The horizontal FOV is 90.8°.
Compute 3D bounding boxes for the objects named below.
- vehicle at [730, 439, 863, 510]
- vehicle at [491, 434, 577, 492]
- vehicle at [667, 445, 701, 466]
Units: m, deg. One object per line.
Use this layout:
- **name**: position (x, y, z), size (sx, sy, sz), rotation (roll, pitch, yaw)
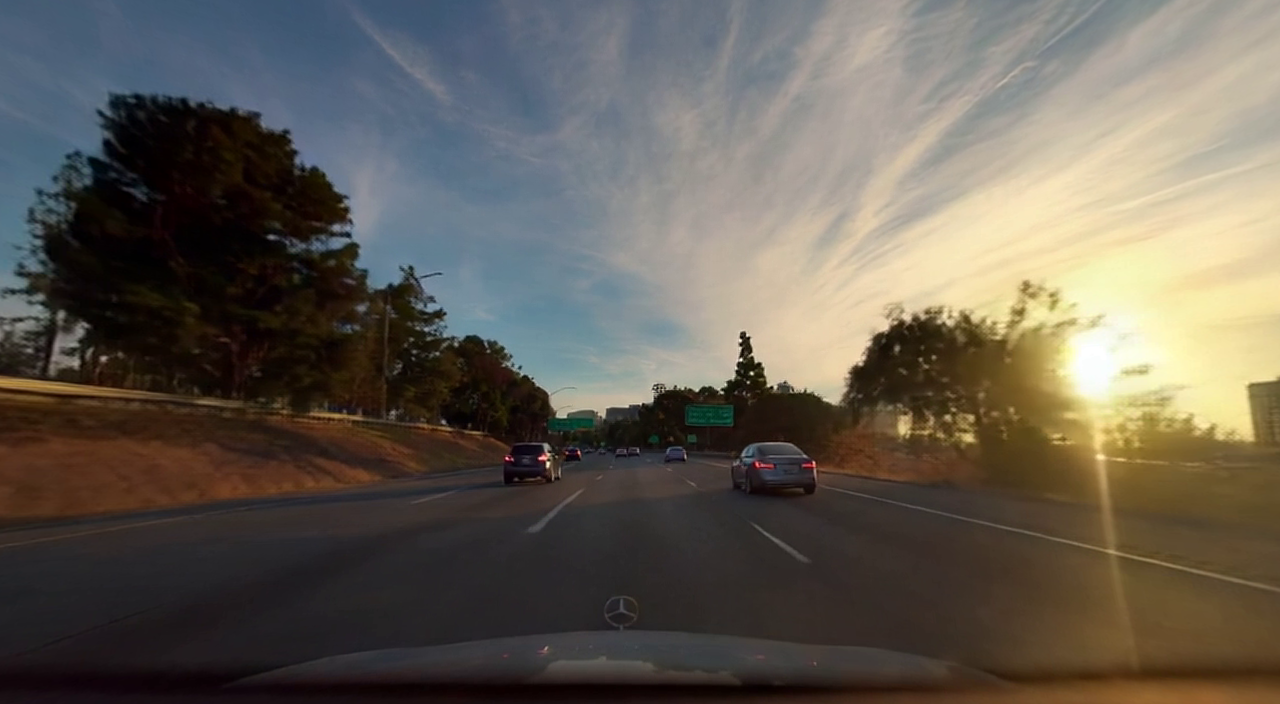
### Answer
- **vehicle**: position (3.513, 2.832, 15.126), size (1.947, 1.437, 4.345), rotation (0, -9, -2)
- **vehicle**: position (-3.510, 3.788, 21.862), size (2.244, 1.755, 4.417), rotation (0, -9, -1)
- **vehicle**: position (3.109, 7.495, 45.809), size (2.021, 1.447, 3.985), rotation (0, -9, -2)
